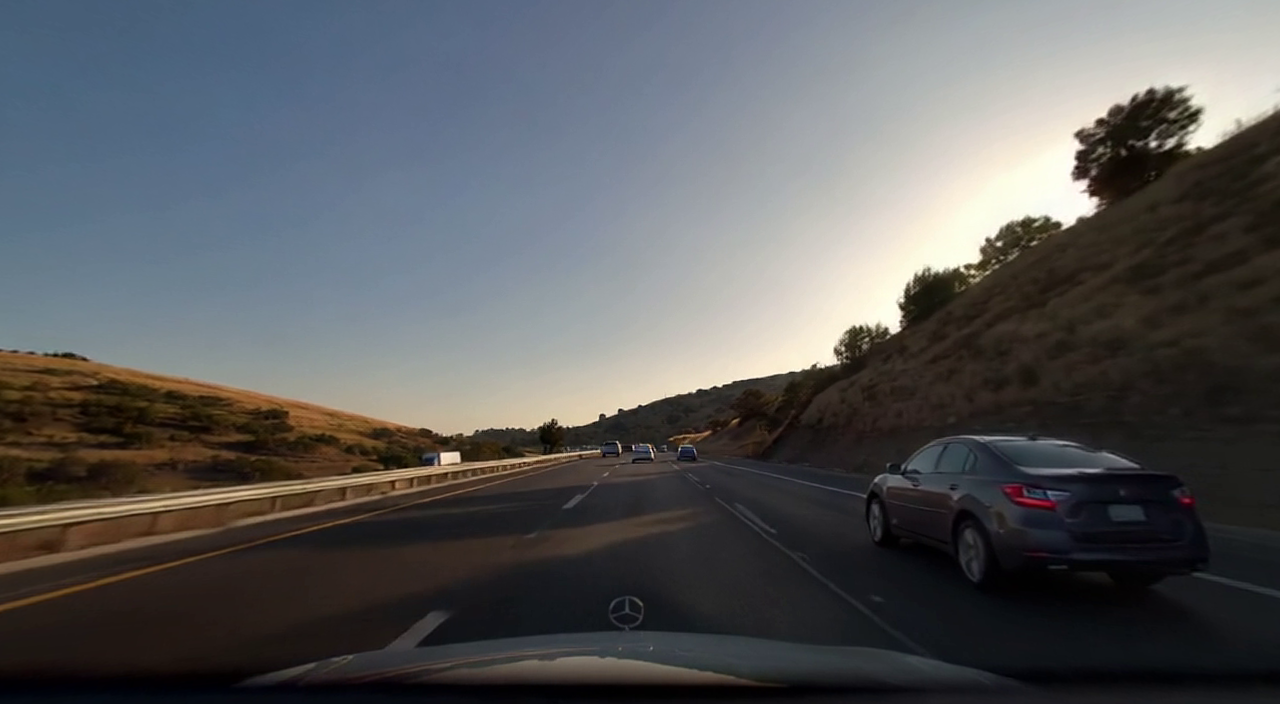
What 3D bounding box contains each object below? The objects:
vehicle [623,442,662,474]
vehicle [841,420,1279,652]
[{"bbox_3d":[0.163,5.684,34.163,1.986,1.576,4.312,0,-8,1],"label":"vehicle"},{"bbox_3d":[3.798,1.529,6.404,2.020,1.500,4.416,0,-8,0],"label":"vehicle"}]
